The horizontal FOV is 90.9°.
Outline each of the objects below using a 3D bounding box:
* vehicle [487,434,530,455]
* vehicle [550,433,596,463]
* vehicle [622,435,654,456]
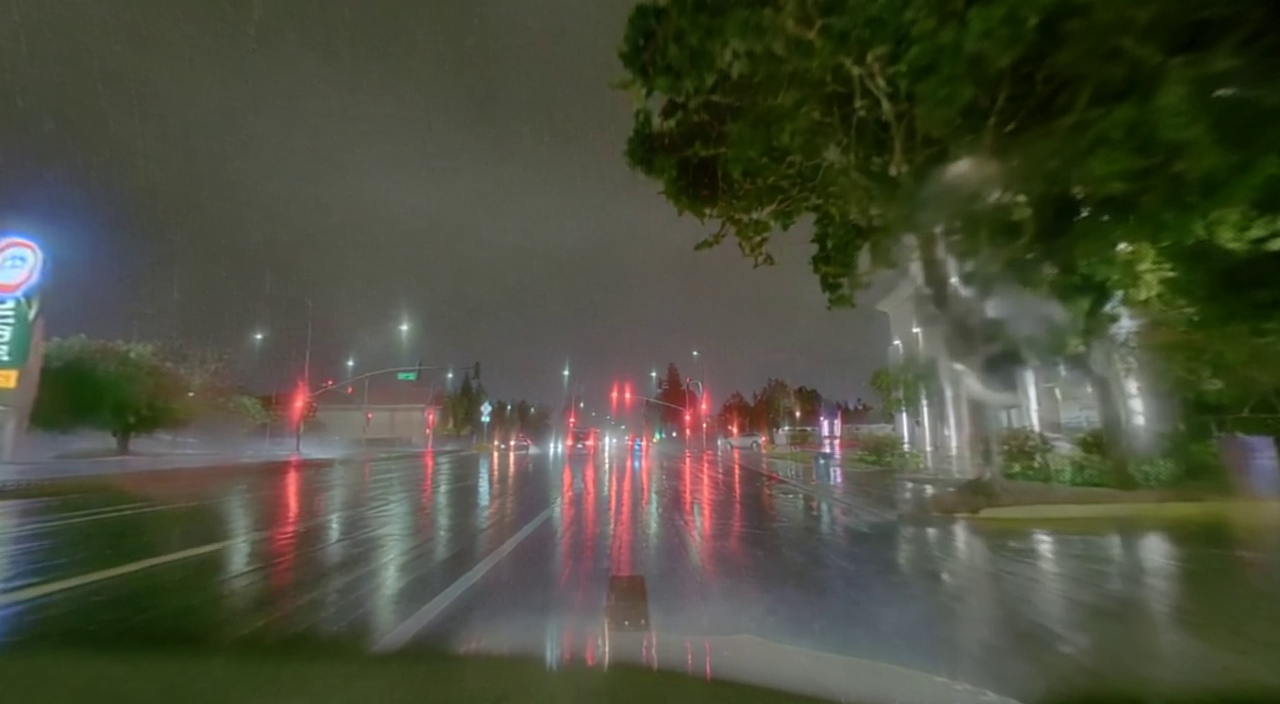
[{"bbox_3d":[-9.965,7.066,48.111,2.096,1.474,4.585,0,-8,3],"label":"vehicle"},{"bbox_3d":[-3.573,5.251,34.559,2.029,1.517,4.375,0,-8,0],"label":"vehicle"},{"bbox_3d":[-0.130,6.945,47.057,2.258,1.507,3.896,0,-7,2],"label":"vehicle"}]
